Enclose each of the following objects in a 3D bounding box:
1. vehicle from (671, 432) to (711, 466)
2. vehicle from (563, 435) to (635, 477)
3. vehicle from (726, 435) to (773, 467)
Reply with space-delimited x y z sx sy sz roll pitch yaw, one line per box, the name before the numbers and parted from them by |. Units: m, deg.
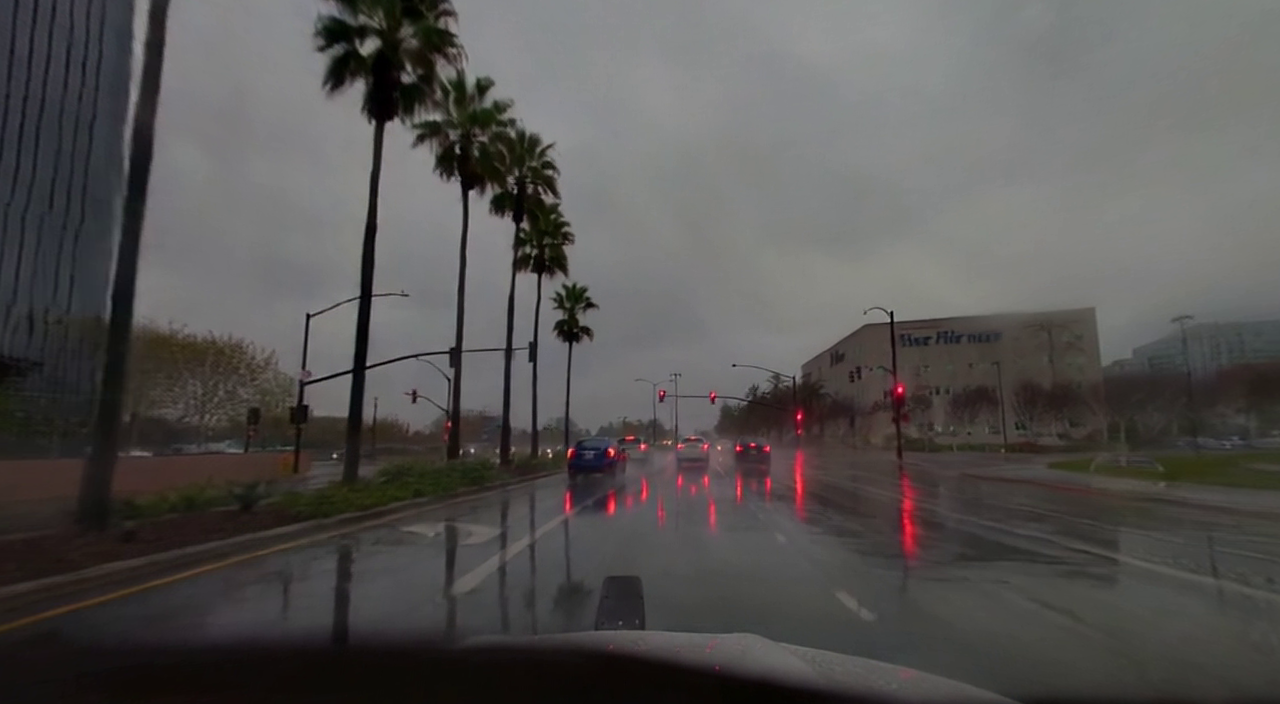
vehicle | 2.863 5.325 34.808 2.060 1.730 4.257 -1 -8 6
vehicle | -1.462 4.022 24.718 1.962 1.480 4.605 -1 -8 7
vehicle | 5.653 5.128 32.941 1.936 1.567 3.896 0 -8 3
